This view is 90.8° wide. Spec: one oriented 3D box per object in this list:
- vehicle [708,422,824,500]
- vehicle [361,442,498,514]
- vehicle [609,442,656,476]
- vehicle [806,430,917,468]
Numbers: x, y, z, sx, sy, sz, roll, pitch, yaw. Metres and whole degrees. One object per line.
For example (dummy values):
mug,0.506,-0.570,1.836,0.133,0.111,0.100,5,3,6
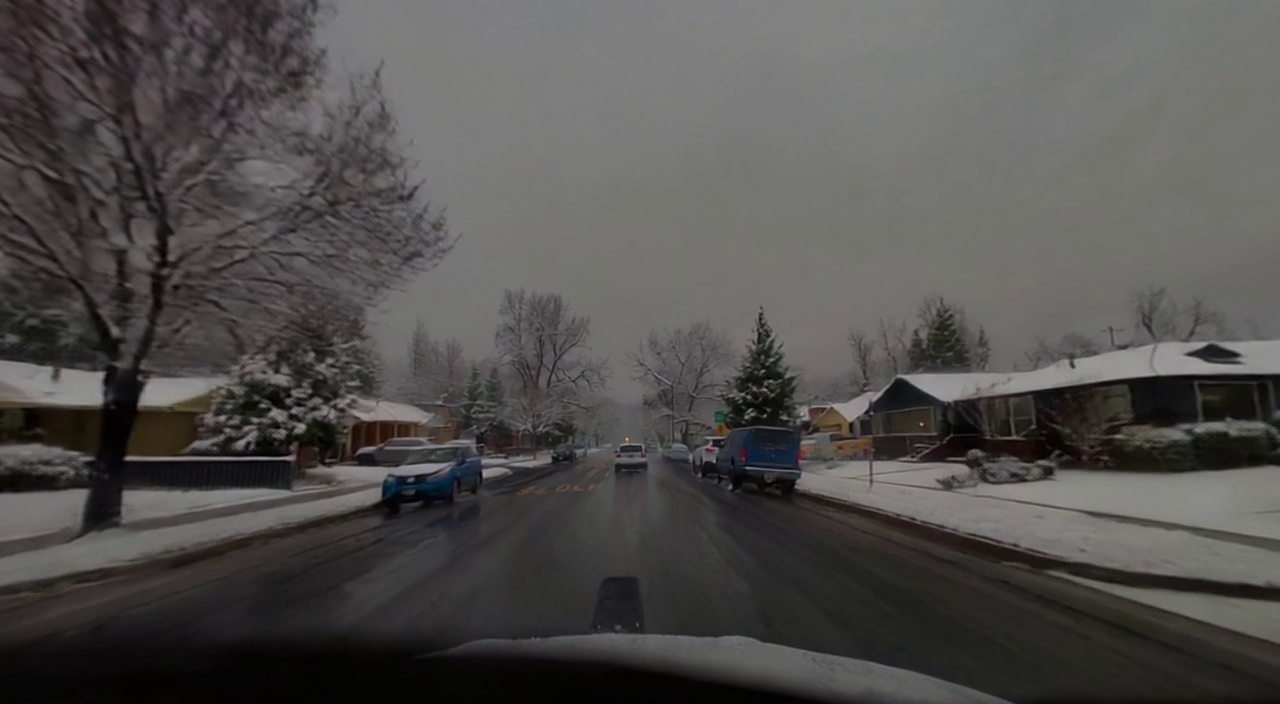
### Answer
vehicle,3.481,3.134,18.606,2.221,1.960,4.927,0,-8,-2
vehicle,-5.385,3.226,16.825,1.984,1.498,4.508,-3,-8,2
vehicle,-0.361,4.831,28.815,2.000,1.449,4.006,0,-8,-1
vehicle,10.935,4.809,31.433,4.730,1.504,1.894,-4,-8,0
